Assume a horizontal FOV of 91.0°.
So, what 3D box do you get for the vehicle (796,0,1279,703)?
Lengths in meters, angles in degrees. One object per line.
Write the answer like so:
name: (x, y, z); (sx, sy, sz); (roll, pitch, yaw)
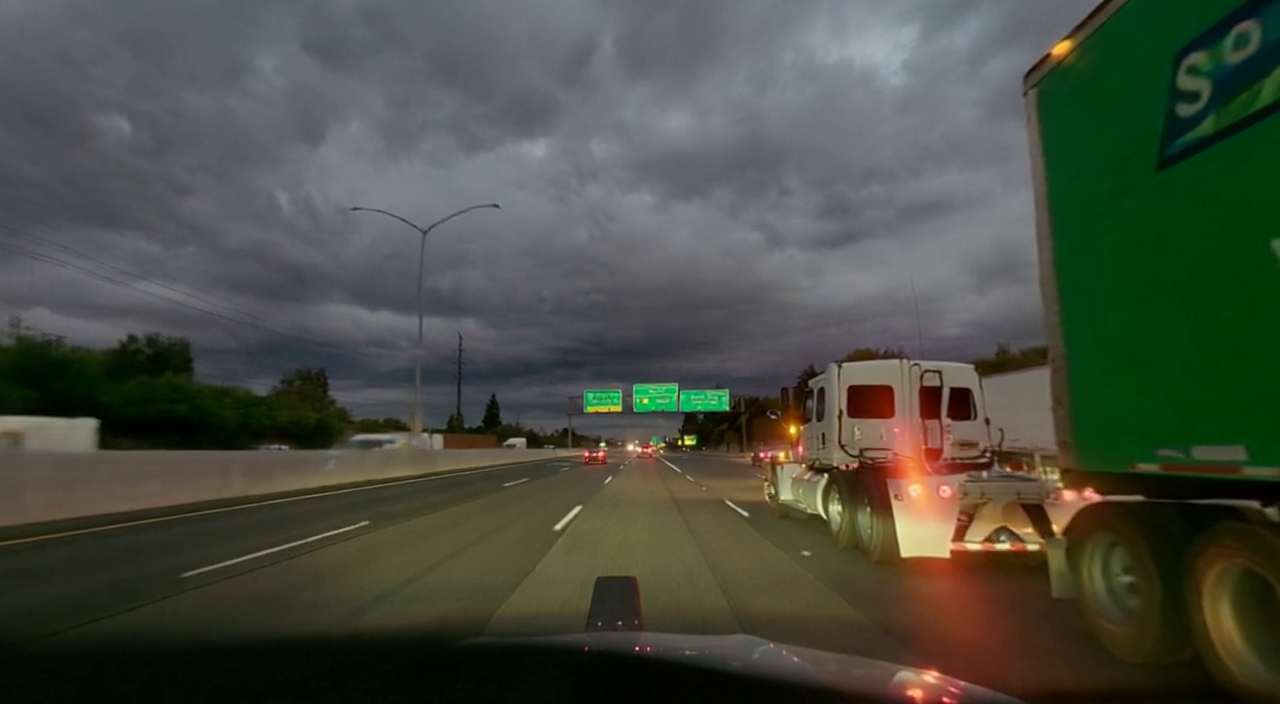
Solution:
vehicle: (3.943, -0.315, 2.243); (2.899, 4.078, 16.430); (0, -9, 1)
